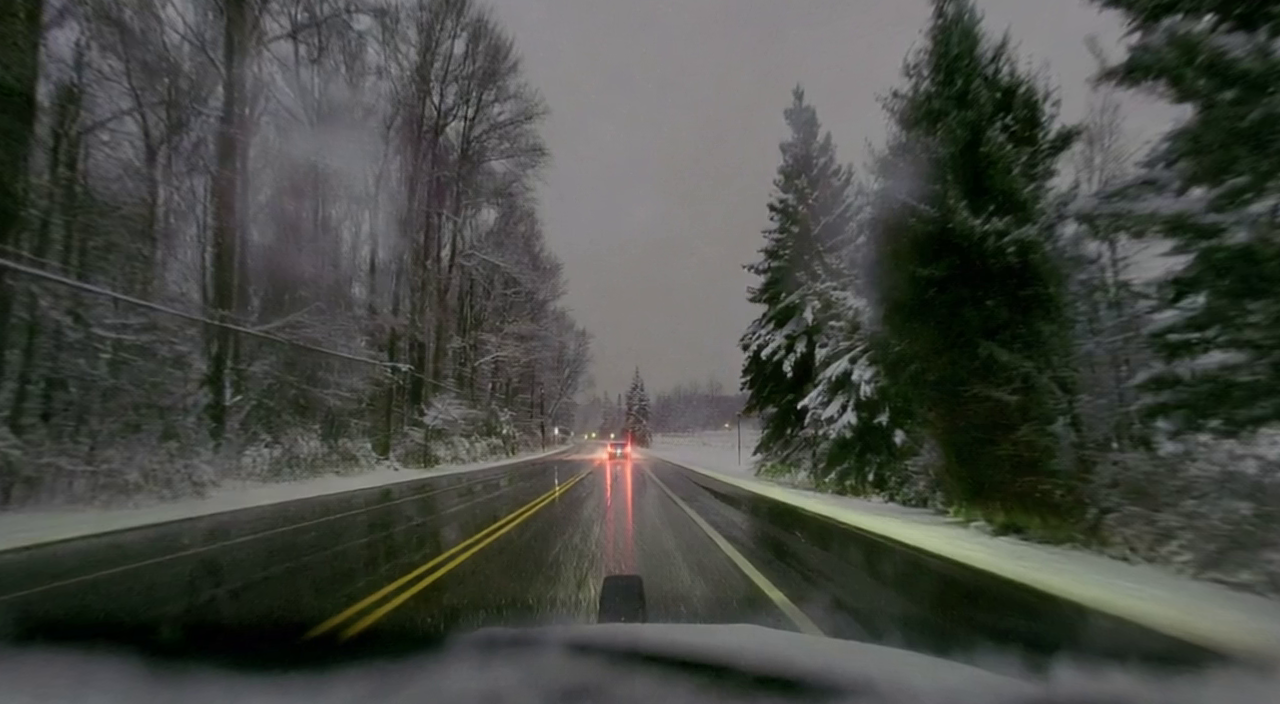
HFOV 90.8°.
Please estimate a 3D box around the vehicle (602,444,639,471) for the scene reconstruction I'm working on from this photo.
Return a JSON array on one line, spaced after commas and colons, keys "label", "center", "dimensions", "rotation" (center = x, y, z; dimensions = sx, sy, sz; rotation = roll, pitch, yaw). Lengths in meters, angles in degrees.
[{"label": "vehicle", "center": [-1.180, 6.256, 37.693], "dimensions": [2.042, 1.489, 3.963], "rotation": [0, -9, -2]}]
